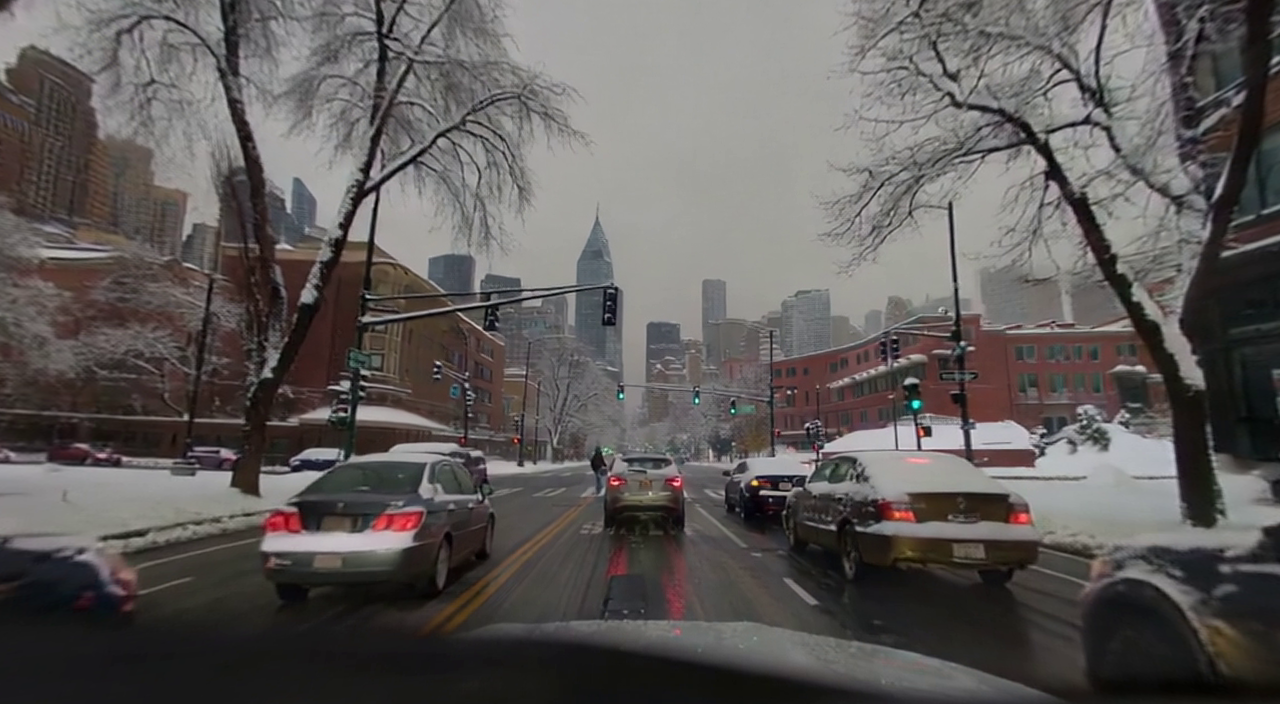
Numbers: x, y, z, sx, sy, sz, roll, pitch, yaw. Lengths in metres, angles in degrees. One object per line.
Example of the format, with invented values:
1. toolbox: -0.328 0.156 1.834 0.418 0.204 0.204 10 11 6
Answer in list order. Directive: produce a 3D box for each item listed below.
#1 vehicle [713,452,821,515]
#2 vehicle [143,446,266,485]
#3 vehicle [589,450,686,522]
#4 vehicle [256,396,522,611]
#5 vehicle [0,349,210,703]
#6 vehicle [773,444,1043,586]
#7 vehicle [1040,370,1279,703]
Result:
1. vehicle: 3.364 3.565 17.636 1.942 1.443 4.468 0 -8 -2
2. vehicle: -20.247 5.263 29.469 4.271 1.705 1.941 0 -8 1
3. vehicle: -0.076 3.114 15.198 2.031 1.461 3.763 0 -8 -1
4. vehicle: -2.767 1.719 7.992 1.683 2.039 3.703 0 -8 2
5. vehicle: -3.412 0.710 1.291 2.046 1.744 4.407 0 -8 -2
6. vehicle: 3.440 2.140 9.282 1.973 1.537 4.533 0 -8 0
7. vehicle: 3.254 0.752 1.219 2.179 1.631 4.173 0 -8 0
